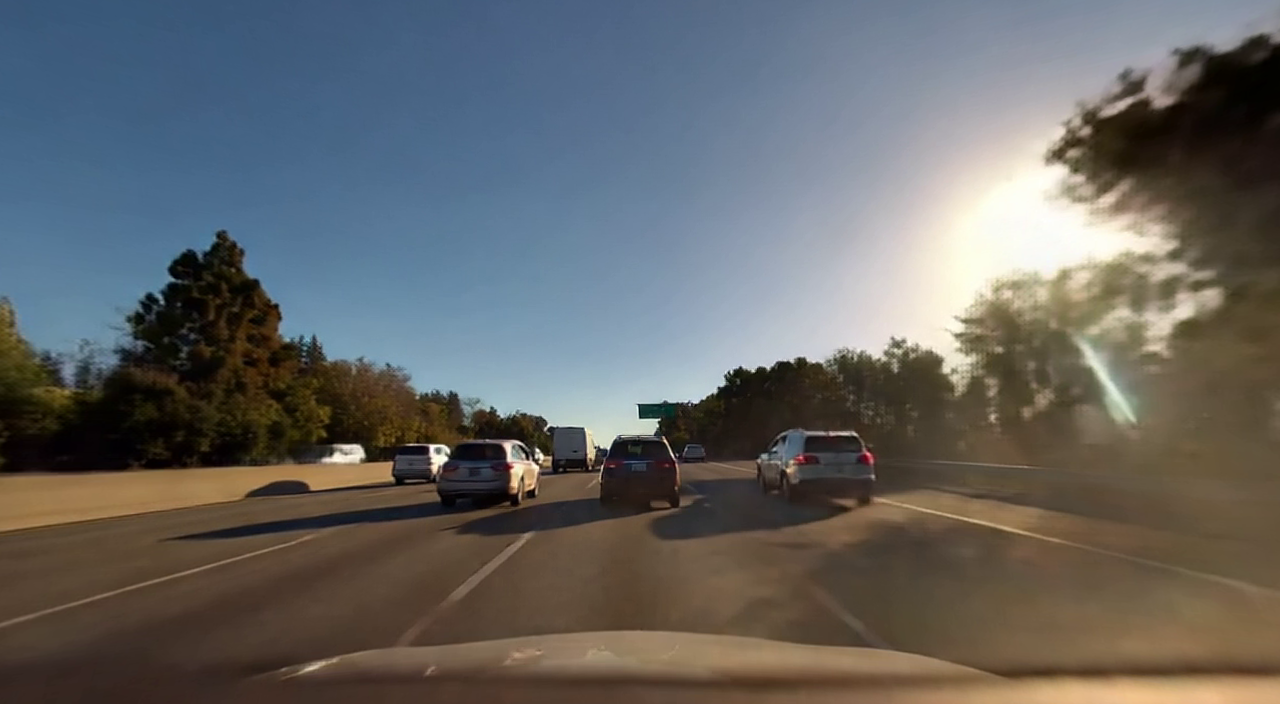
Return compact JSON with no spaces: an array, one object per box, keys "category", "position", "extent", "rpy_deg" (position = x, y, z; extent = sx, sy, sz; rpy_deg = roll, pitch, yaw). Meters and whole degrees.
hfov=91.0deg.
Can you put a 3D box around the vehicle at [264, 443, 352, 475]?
[{"category":"vehicle","position":[-20.450,6.606,39.201],"extent":[2.202,1.868,5.948],"rpy_deg":[0,-9,1]}]

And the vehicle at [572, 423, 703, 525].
[{"category":"vehicle","position":[-0.021,2.387,12.836],"extent":[2.223,1.722,4.177],"rpy_deg":[0,-9,1]}]

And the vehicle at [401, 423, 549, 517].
[{"category":"vehicle","position":[-3.502,2.602,14.350],"extent":[2.142,1.808,4.266],"rpy_deg":[0,-9,1]}]

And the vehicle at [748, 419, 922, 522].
[{"category":"vehicle","position":[3.949,2.521,13.972],"extent":[2.175,1.830,5.173],"rpy_deg":[0,-9,0]}]
